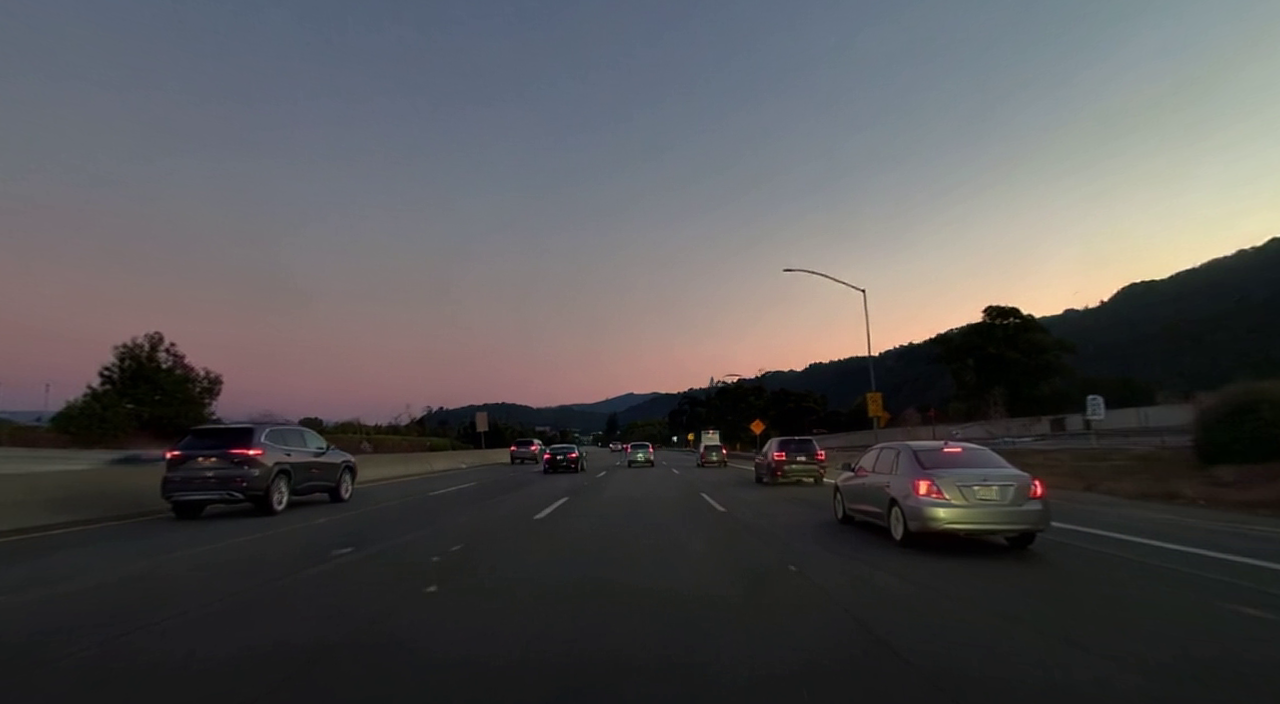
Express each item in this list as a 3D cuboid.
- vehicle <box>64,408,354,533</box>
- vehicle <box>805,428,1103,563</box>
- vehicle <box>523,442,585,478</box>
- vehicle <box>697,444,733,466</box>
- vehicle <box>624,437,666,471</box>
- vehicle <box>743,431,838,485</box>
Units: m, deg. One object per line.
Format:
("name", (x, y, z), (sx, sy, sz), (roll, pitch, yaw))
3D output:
("vehicle", (-7.490, 2.121, 11.748), (2.142, 1.849, 4.566), (0, -9, 0))
("vehicle", (4.165, 1.977, 9.460), (2.141, 1.507, 4.510), (0, -9, 0))
("vehicle", (-3.726, 4.756, 27.978), (2.071, 1.478, 4.130), (0, -9, 1))
("vehicle", (5.205, 7.230, 44.237), (1.944, 1.465, 4.245), (0, -9, -1))
("vehicle", (0.245, 5.546, 34.393), (2.158, 1.706, 4.219), (0, -9, 0))
("vehicle", (5.287, 3.800, 22.838), (2.335, 1.759, 4.297), (0, -9, 0))
